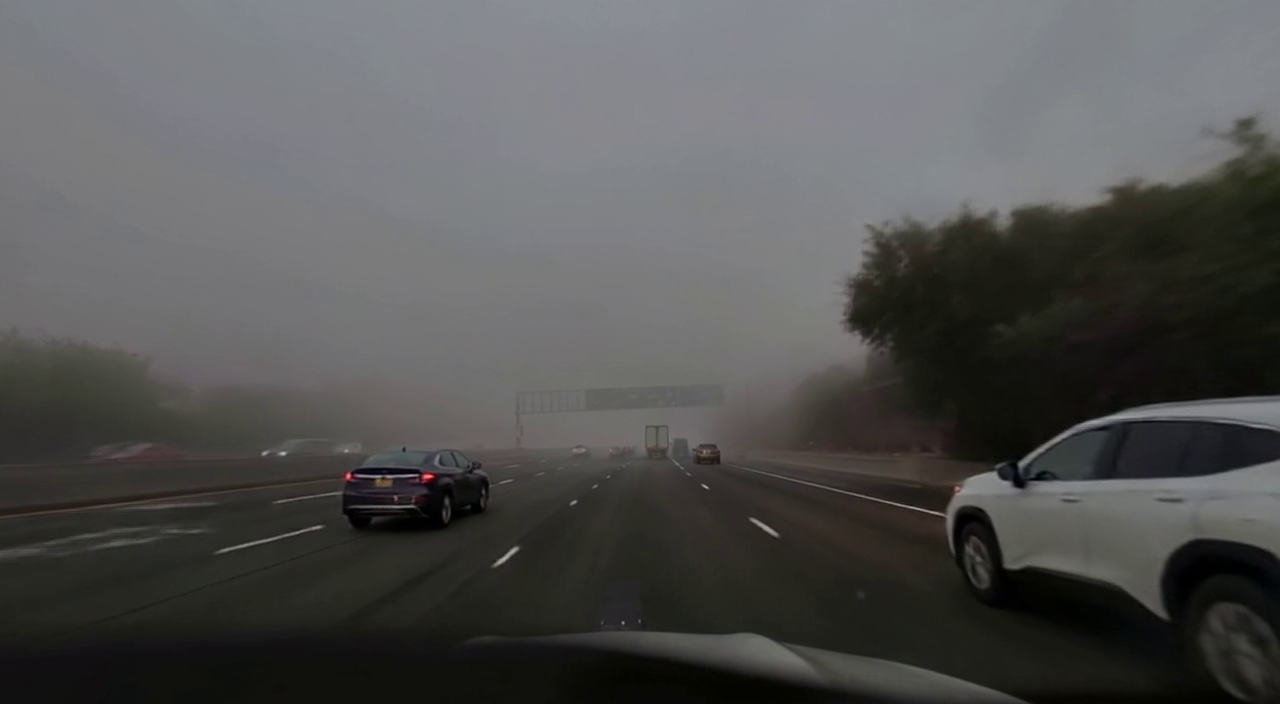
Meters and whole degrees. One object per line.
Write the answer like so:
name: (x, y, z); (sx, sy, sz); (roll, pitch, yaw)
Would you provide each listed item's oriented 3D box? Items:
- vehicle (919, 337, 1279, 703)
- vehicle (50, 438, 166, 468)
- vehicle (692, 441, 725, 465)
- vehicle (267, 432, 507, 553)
vehicle: (3.649, 0.937, 3.434); (2.108, 1.709, 4.703); (0, -8, 1)
vehicle: (-31.627, 6.025, 37.626); (1.889, 1.619, 5.621); (-1, -9, 2)
vehicle: (5.000, 7.454, 46.362); (2.046, 1.655, 4.143); (0, -9, 2)
vehicle: (-3.596, 2.060, 9.912); (1.947, 1.479, 4.114); (0, -8, 2)
